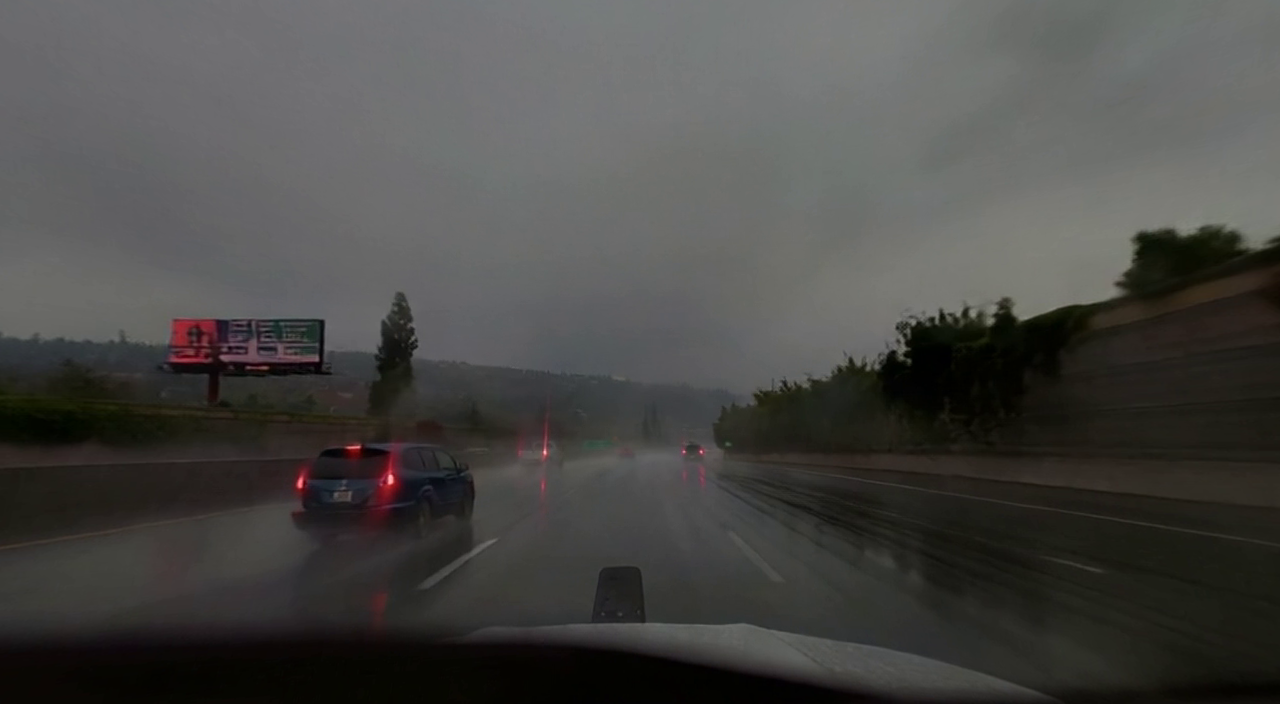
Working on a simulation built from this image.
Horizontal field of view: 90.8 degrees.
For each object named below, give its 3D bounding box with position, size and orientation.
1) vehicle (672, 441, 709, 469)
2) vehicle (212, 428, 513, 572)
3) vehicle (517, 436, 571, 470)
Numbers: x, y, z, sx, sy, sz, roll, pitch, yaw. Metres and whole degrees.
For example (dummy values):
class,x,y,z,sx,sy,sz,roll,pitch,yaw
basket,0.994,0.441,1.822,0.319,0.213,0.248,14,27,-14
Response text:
class,x,y,z,sx,sy,sz,roll,pitch,yaw
vehicle,3.401,7.123,43.639,2.211,1.814,4.404,0,-9,0
vehicle,-3.355,1.894,8.889,2.192,1.482,4.454,0,-9,0
vehicle,-6.197,6.663,41.748,2.383,2.048,5.875,0,-9,3
